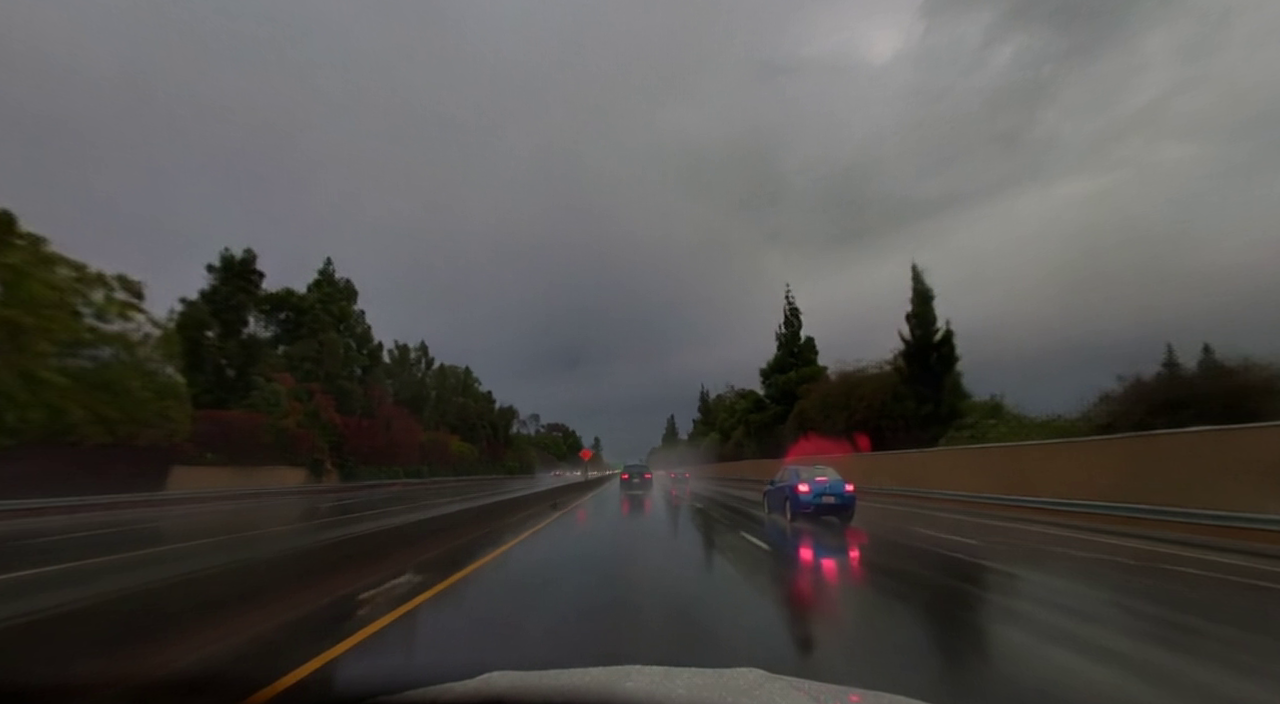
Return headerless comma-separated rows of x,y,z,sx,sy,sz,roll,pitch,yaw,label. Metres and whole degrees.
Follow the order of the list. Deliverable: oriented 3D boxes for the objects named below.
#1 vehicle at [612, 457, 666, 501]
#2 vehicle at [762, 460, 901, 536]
-0.027,5.201,25.888,2.037,1.605,3.833,1,-11,0,vehicle
4.291,3.351,14.861,1.938,1.494,4.032,1,-11,-1,vehicle
